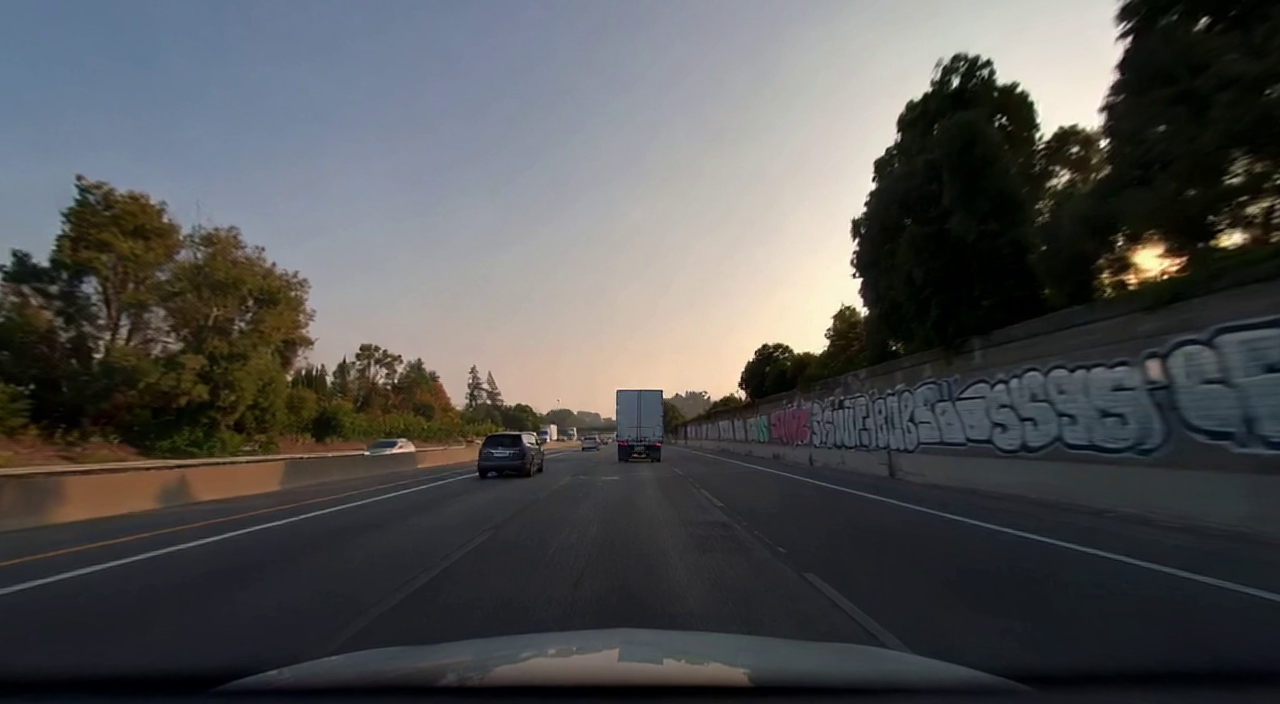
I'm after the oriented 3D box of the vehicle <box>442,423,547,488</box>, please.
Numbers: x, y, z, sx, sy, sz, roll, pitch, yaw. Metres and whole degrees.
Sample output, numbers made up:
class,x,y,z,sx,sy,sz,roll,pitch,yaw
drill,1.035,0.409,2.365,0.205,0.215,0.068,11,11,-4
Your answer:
class,x,y,z,sx,sy,sz,roll,pitch,yaw
vehicle,-4.053,2.946,18.326,2.058,1.645,4.130,0,-8,0

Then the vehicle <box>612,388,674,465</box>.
class,x,y,z,sx,sy,sz,roll,pitch,yaw
vehicle,0.048,4.137,34.418,2.927,3.649,9.443,0,-8,-1
